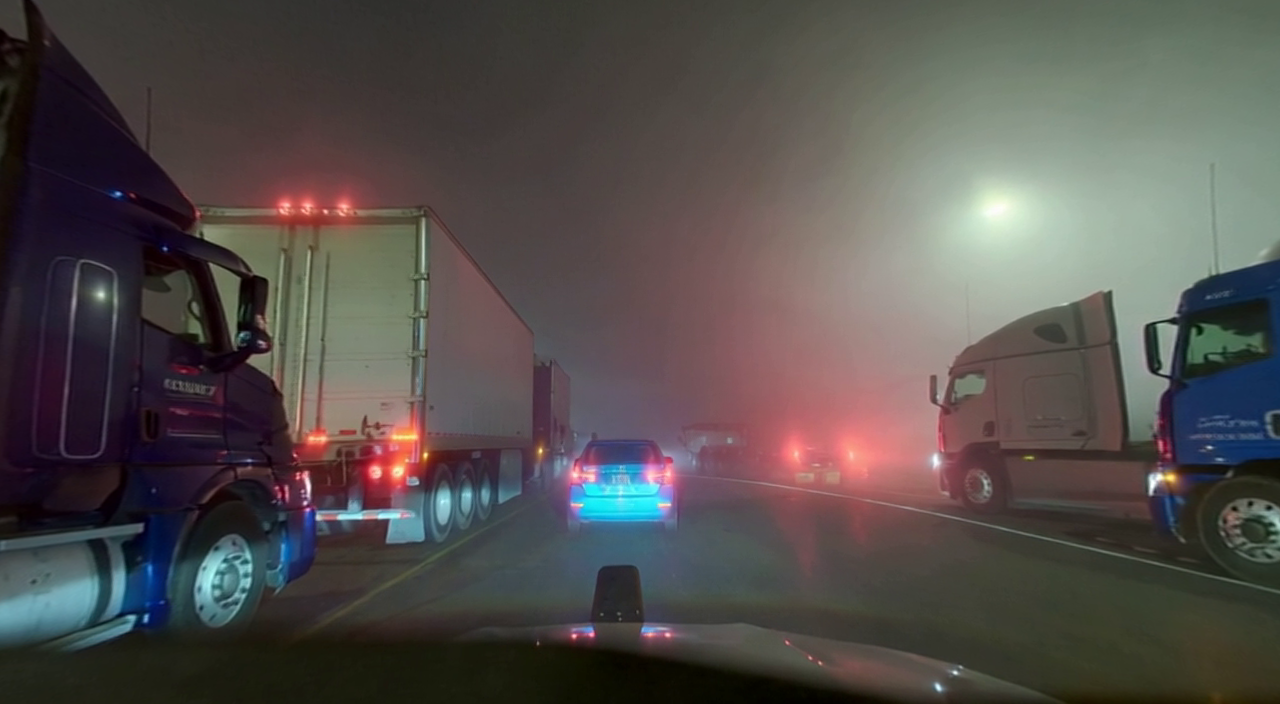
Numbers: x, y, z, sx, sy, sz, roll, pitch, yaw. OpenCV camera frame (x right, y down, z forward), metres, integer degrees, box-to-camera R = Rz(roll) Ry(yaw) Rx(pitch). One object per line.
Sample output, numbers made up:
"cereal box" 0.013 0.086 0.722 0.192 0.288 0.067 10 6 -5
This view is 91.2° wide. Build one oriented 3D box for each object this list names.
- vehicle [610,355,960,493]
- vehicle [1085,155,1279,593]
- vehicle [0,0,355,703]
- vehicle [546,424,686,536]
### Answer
"vehicle" 4.498 3.108 25.158 2.877 4.124 14.516 4 -10 -41
"vehicle" 11.165 -0.299 3.465 13.564 4.152 3.110 -9 -12 42
"vehicle" -3.963 -0.149 0.874 2.986 3.391 9.523 0 -9 -2
"vehicle" -0.401 2.280 11.678 2.140 1.682 3.971 0 -9 -1
